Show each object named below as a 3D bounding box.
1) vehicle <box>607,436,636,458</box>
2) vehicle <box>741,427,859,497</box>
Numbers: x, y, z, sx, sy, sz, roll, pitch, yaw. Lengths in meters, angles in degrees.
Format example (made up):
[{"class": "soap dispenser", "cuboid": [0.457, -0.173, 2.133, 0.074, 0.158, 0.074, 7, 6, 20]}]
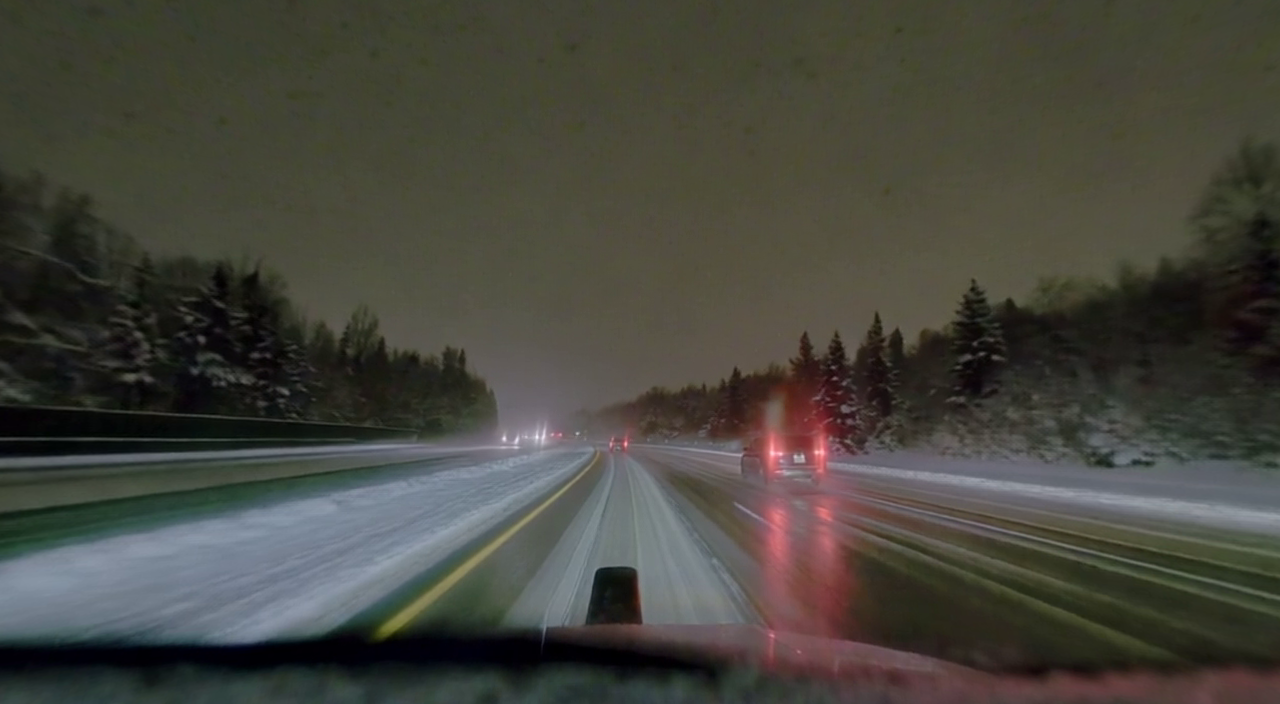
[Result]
[{"class": "vehicle", "cuboid": [-1.397, 6.979, 46.432, 1.998, 1.512, 3.735, 0, -8, -3]}, {"class": "vehicle", "cuboid": [3.787, 2.658, 15.594, 1.852, 1.513, 3.652, 0, -8, -2]}]
